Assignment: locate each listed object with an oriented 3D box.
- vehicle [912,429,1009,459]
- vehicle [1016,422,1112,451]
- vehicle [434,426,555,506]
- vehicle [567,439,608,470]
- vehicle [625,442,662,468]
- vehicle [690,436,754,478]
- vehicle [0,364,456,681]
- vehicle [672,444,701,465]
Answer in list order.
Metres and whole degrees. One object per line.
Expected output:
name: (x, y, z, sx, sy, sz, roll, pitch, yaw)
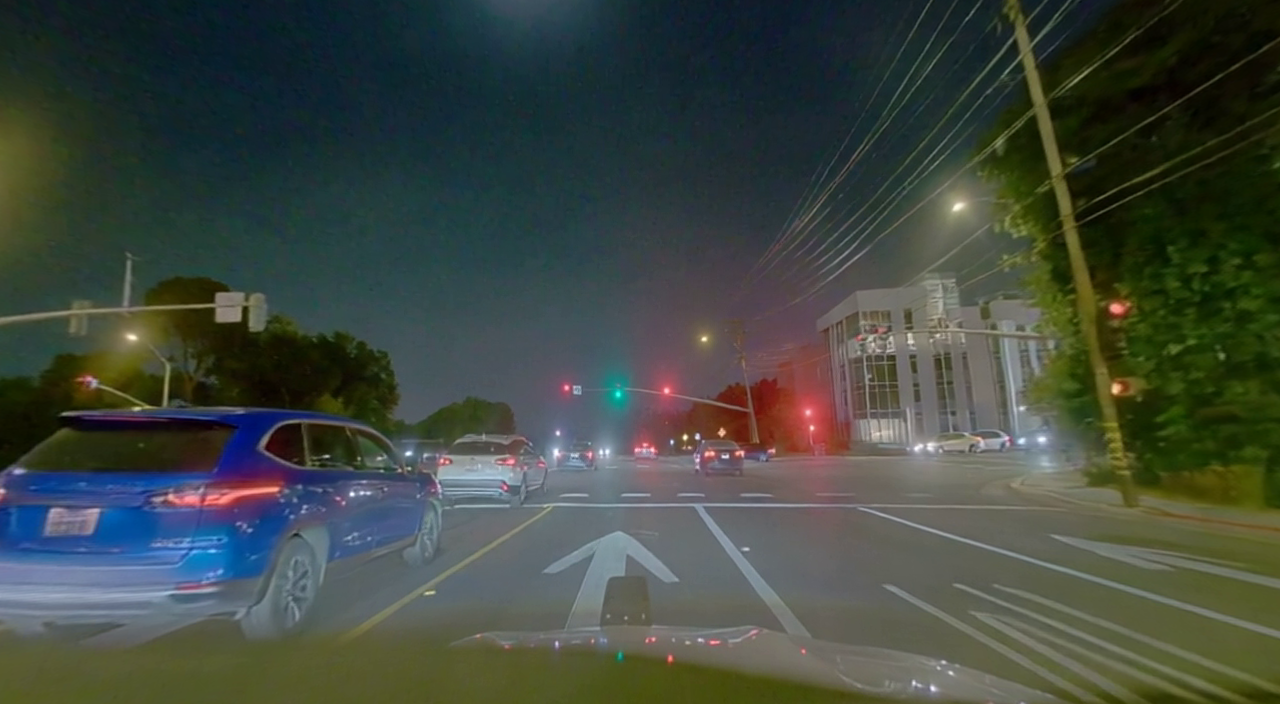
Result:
vehicle: (19.831, 5.702, 39.114, 5.033, 1.802, 1.928, 1, -9, -5)
vehicle: (26.351, 5.288, 39.271, 4.439, 1.748, 2.037, 0, -9, 1)
vehicle: (-3.516, 2.854, 16.141, 1.958, 1.744, 4.315, 0, -9, 1)
vehicle: (-2.984, 5.945, 36.528, 1.900, 1.677, 4.128, 0, -9, 2)
vehicle: (0.249, 6.562, 40.234, 2.185, 1.515, 4.215, 0, -9, 1)
vehicle: (3.566, 4.692, 28.400, 2.201, 1.734, 4.564, 0, -9, -1)
vehicle: (-3.436, 1.268, 5.727, 2.127, 1.754, 4.287, 0, -9, 1)
vehicle: (3.506, 7.799, 48.106, 1.886, 1.455, 4.227, 0, -9, 0)
